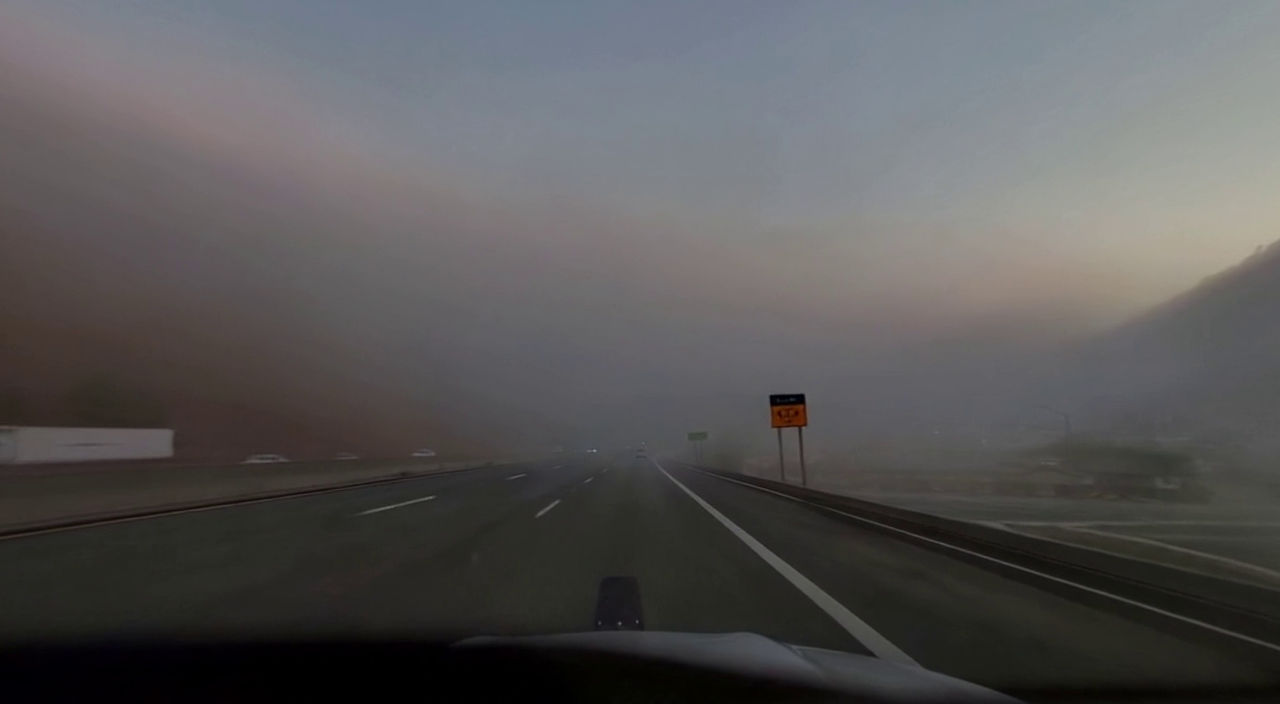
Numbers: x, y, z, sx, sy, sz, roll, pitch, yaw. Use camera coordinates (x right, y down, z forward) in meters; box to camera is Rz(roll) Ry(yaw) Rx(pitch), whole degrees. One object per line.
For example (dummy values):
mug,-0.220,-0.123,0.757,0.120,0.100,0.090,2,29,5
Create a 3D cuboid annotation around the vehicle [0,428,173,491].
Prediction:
vehicle,-43.663,8.290,49.298,2.915,4.143,15.068,0,-9,-1
